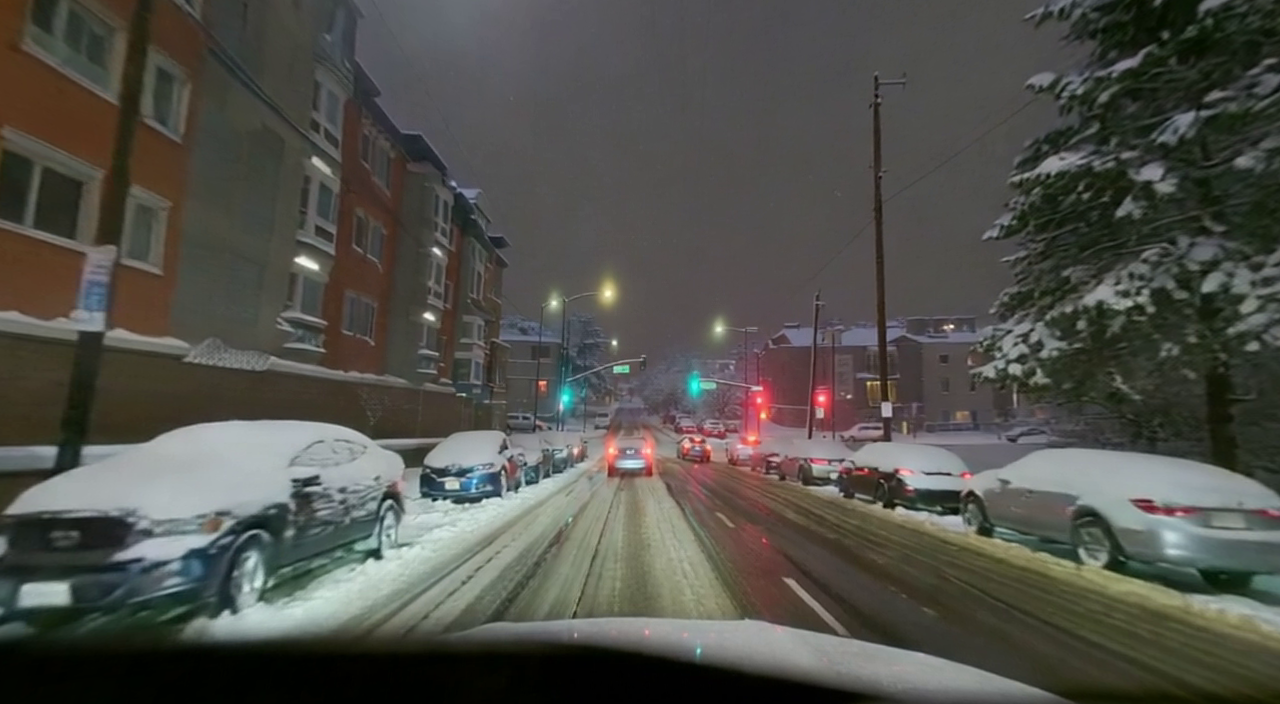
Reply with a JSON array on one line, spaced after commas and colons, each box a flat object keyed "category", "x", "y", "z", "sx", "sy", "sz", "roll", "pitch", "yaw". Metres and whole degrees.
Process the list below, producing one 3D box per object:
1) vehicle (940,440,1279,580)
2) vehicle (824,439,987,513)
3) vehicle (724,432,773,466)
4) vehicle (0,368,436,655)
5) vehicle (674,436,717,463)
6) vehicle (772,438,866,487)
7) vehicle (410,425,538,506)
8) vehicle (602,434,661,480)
[{"category": "vehicle", "x": 6.157, "y": 2.010, "z": 8.884, "sx": 1.814, "sy": 1.490, "sz": 4.109, "roll": 0, "pitch": -9, "yaw": 0}, {"category": "vehicle", "x": 6.174, "y": 2.911, "z": 15.389, "sx": 1.980, "sy": 1.518, "sz": 4.526, "roll": 0, "pitch": -8, "yaw": 0}, {"category": "vehicle", "x": 6.029, "y": 5.441, "z": 35.516, "sx": 1.999, "sy": 1.752, "sz": 4.502, "roll": 0, "pitch": -8, "yaw": 0}, {"category": "vehicle", "x": -3.668, "y": 1.291, "z": 6.079, "sx": 1.975, "sy": 1.759, "sz": 4.250, "roll": 0, "pitch": -8, "yaw": 0}, {"category": "vehicle", "x": 3.119, "y": 5.601, "z": 36.268, "sx": 2.055, "sy": 1.450, "sz": 4.676, "roll": 0, "pitch": -8, "yaw": 0}, {"category": "vehicle", "x": 6.045, "y": 3.775, "z": 21.831, "sx": 1.938, "sy": 1.487, "sz": 4.371, "roll": 0, "pitch": -8, "yaw": 0}, {"category": "vehicle", "x": -3.710, "y": 2.604, "z": 14.819, "sx": 1.831, "sy": 1.650, "sz": 3.852, "roll": 0, "pitch": -8, "yaw": 2}, {"category": "vehicle", "x": -0.291, "y": 3.718, "z": 22.558, "sx": 1.923, "sy": 1.460, "sz": 3.923, "roll": 0, "pitch": -8, "yaw": -1}]
